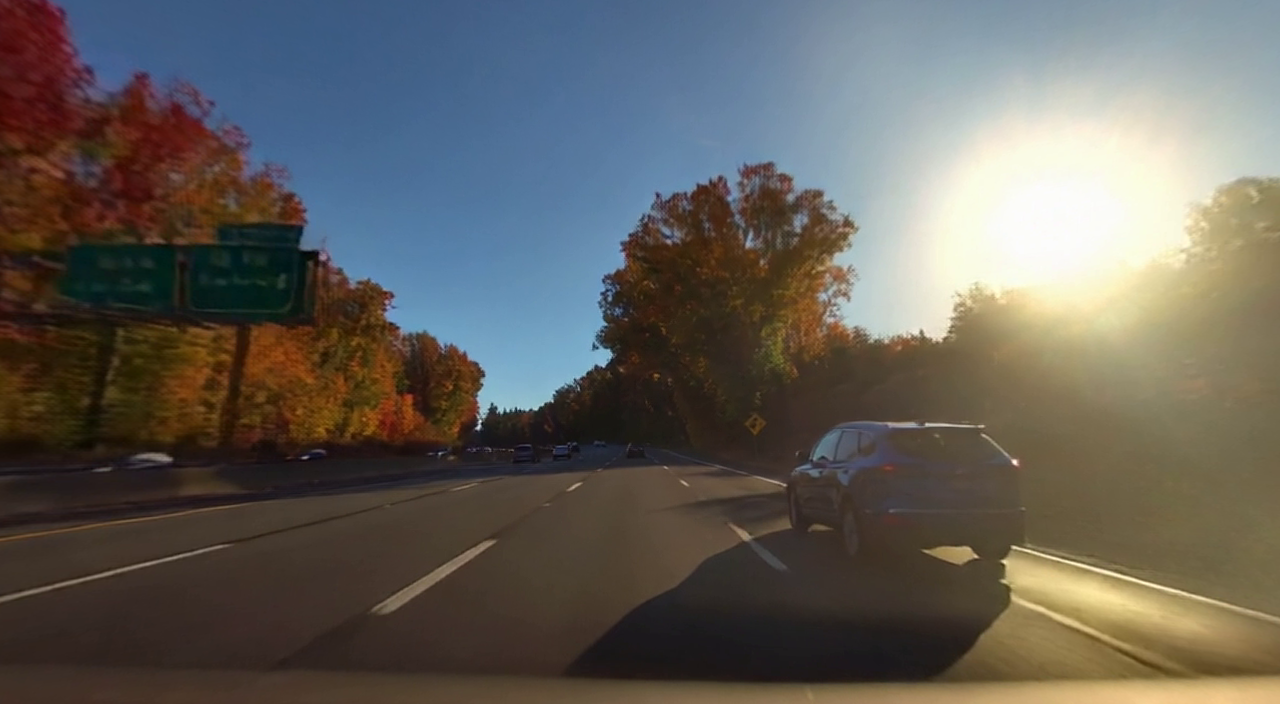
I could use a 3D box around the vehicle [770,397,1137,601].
[{"bbox_3d":[3.091,1.554,7.496,2.120,1.706,4.226,0,-8,-1],"label":"vehicle"}]
